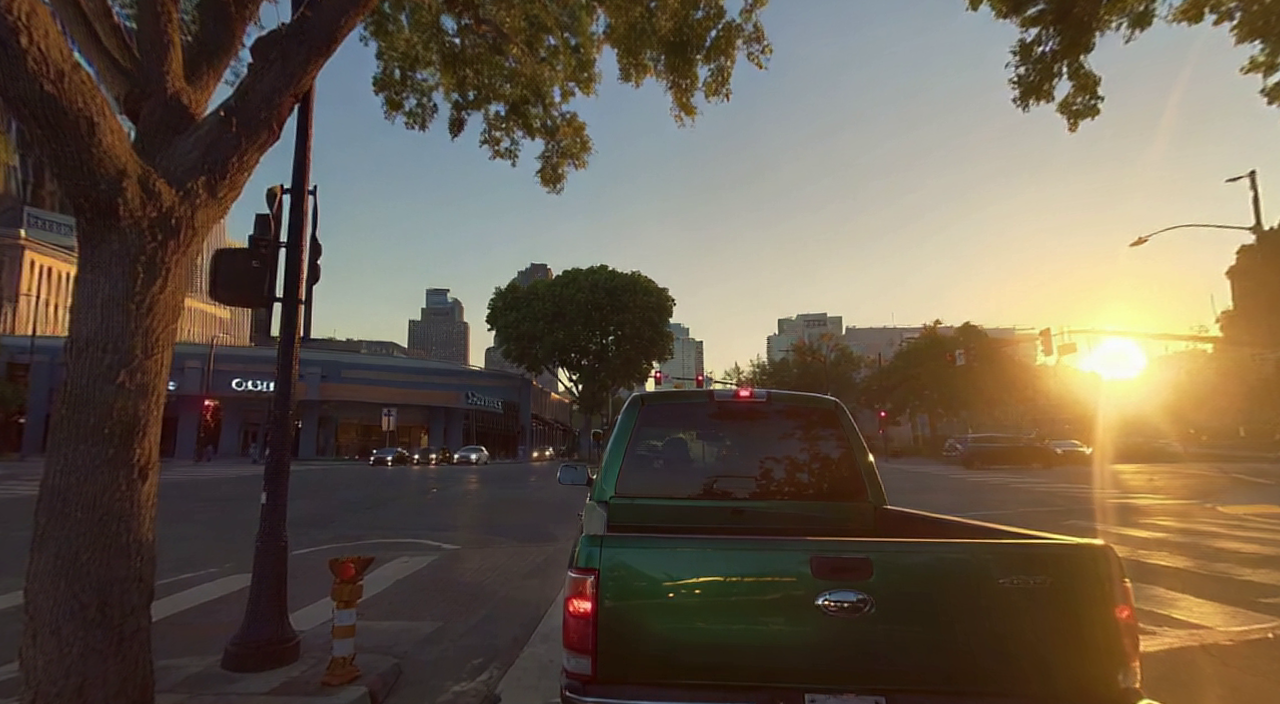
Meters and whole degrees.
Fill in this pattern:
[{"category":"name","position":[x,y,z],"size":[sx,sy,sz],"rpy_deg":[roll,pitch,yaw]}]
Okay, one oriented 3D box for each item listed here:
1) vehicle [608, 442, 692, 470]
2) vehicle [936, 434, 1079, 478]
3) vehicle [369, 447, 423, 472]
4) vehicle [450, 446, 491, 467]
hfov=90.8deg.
[{"category":"vehicle","position":[0.508,5.682,34.732],"size":[4.457,1.464,1.879],"rpy_deg":[-7,-11,41]},{"category":"vehicle","position":[17.200,4.862,29.666],"size":[5.667,1.927,2.289],"rpy_deg":[2,-9,-14]},{"category":"vehicle","position":[-16.247,7.146,42.252],"size":[1.883,1.586,4.297],"rpy_deg":[0,-9,0]},{"category":"vehicle","position":[-12.599,7.766,47.093],"size":[1.946,1.474,4.008],"rpy_deg":[0,-9,0]}]
